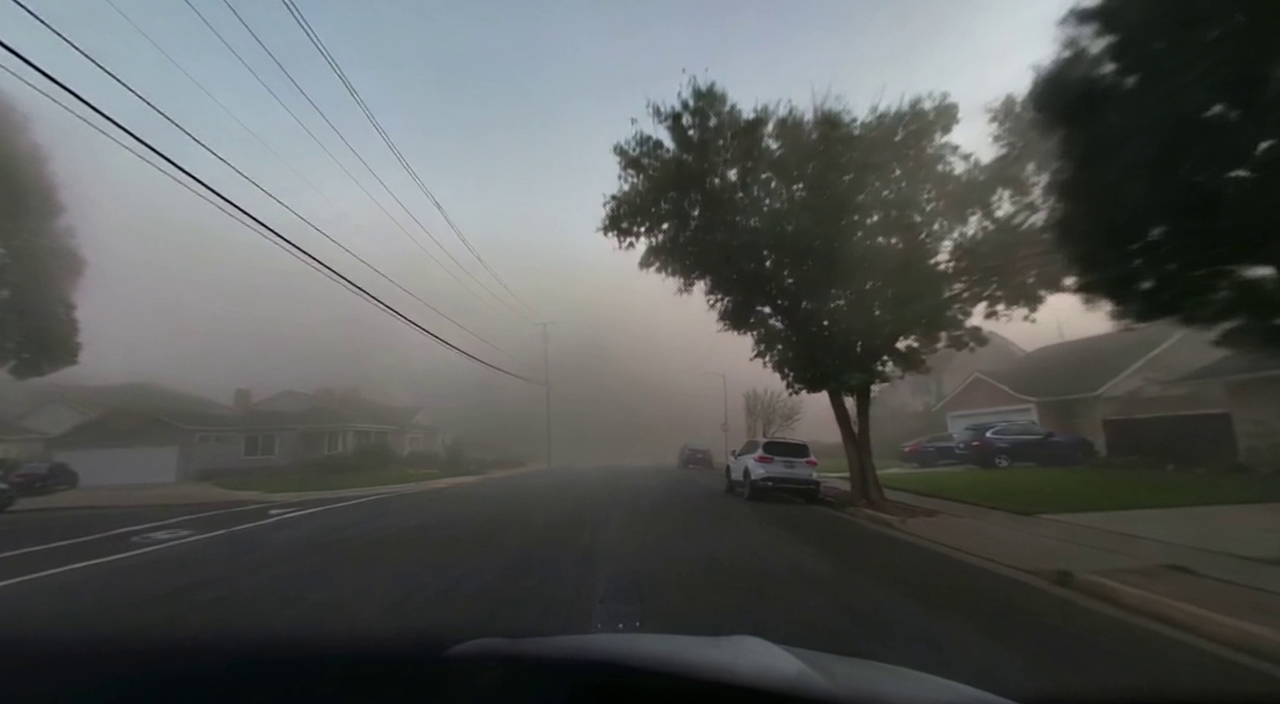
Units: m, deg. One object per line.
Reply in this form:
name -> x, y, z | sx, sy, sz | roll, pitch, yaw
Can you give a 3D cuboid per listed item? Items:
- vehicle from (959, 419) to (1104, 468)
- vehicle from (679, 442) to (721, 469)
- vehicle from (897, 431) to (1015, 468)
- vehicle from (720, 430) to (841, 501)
vehicle -> 15.314, 3.590, 24.894 | 4.283, 1.660, 2.035 | -3, -7, 0
vehicle -> 3.533, 6.151, 37.774 | 2.012, 1.531, 4.557 | 0, -9, -1
vehicle -> 13.808, 4.274, 27.794 | 4.116, 1.435, 1.920 | -2, -8, 1
vehicle -> 3.706, 3.094, 17.633 | 2.134, 1.720, 4.515 | 0, -9, -3
